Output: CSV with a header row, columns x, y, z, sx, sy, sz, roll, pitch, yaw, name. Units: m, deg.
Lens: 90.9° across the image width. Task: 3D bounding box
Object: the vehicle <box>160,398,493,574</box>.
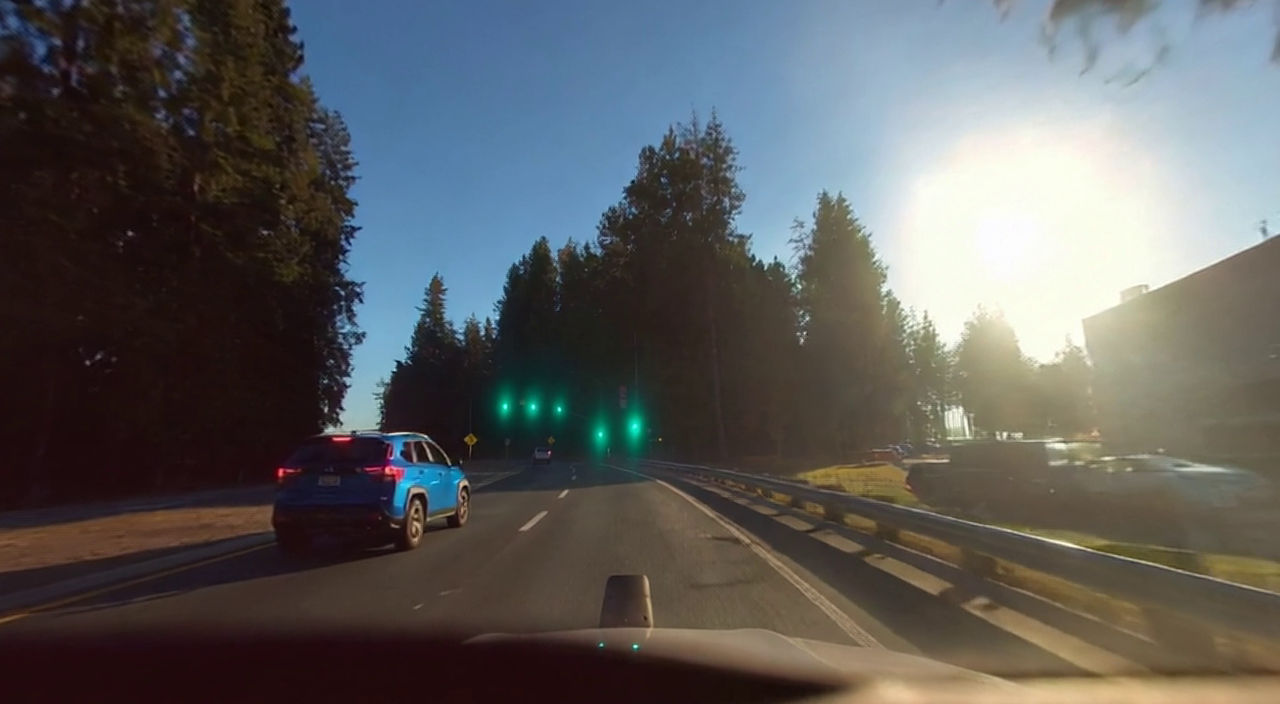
x,y,z,sx,sy,sz,roll,pitch,yaw,name
-3.921,1.790,9.258,2.336,1.857,4.986,0,-8,0,vehicle
